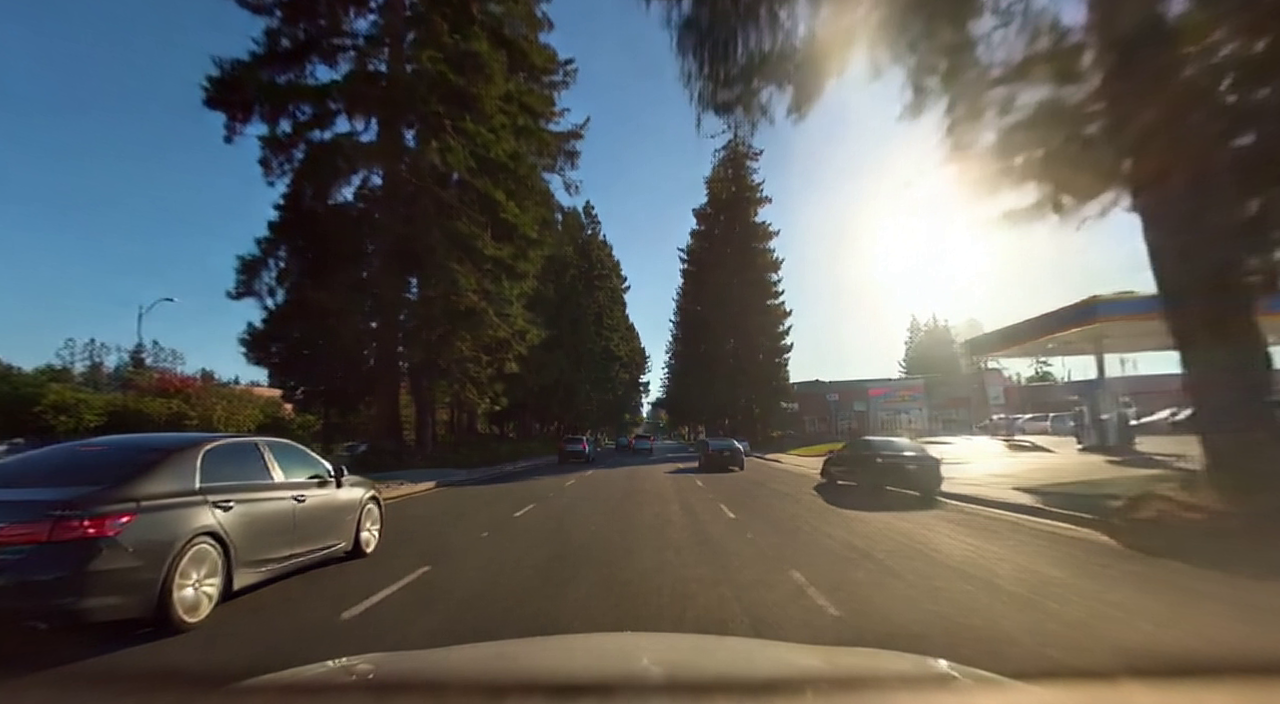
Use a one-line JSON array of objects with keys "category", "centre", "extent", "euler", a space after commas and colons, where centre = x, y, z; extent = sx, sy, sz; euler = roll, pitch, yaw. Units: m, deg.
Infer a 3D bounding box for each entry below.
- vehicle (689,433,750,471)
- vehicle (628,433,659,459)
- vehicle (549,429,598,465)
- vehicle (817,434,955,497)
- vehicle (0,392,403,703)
[{"category": "vehicle", "centre": [3.313, 4.276, 27.208], "extent": [2.010, 1.486, 4.498], "euler": [0, -8, -1]}, {"category": "vehicle", "centre": [0.203, 5.960, 40.125], "extent": [1.922, 1.579, 3.642], "euler": [0, -8, 0]}, {"category": "vehicle", "centre": [-3.429, 5.038, 33.509], "extent": [2.051, 1.747, 4.370], "euler": [0, -8, 1]}, {"category": "vehicle", "centre": [6.299, 2.928, 16.741], "extent": [1.856, 1.421, 4.357], "euler": [0, -8, -1]}, {"category": "vehicle", "centre": [-4.040, 1.280, 5.308], "extent": [1.988, 1.530, 5.155], "euler": [0, -8, 1]}]
